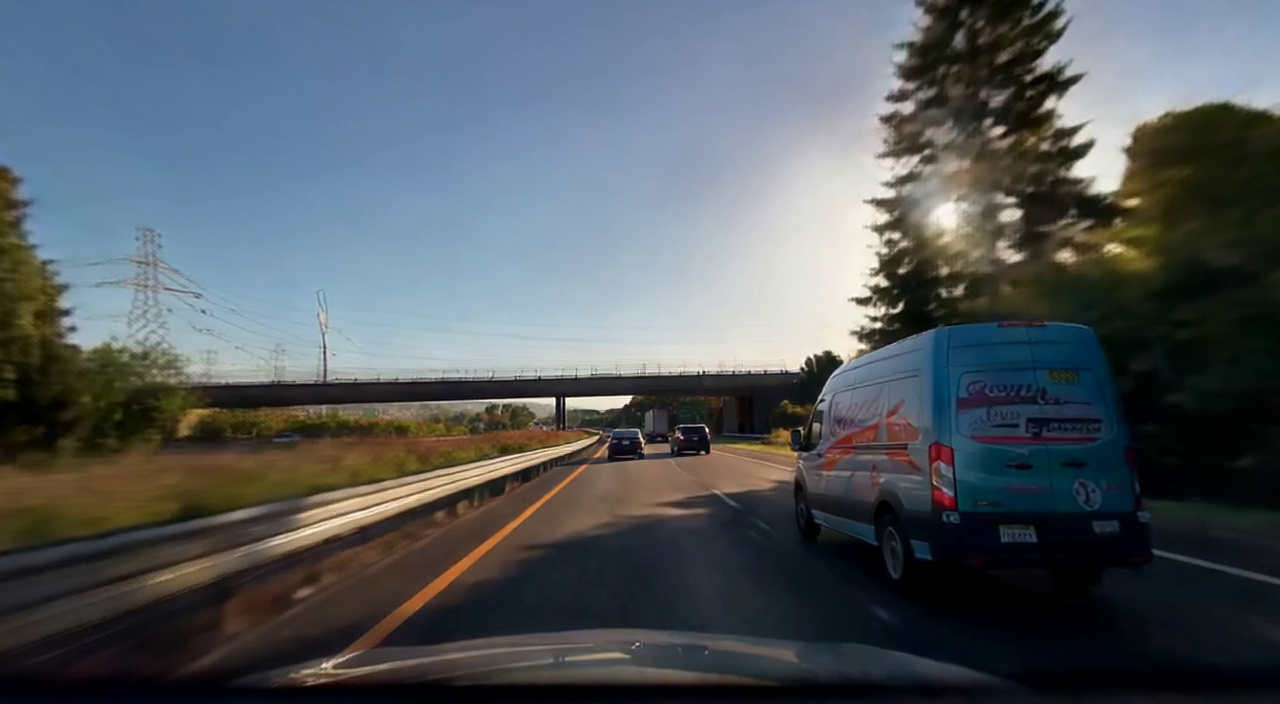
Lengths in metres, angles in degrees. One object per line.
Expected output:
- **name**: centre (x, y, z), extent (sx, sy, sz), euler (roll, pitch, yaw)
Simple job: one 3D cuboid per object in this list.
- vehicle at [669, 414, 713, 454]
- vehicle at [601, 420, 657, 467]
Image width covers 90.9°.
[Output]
- **vehicle**: centre (3.361, 5.560, 42.661), extent (2.387, 2.506, 5.374), euler (0, -8, -2)
- **vehicle**: centre (-0.481, 3.715, 25.713), extent (2.073, 1.750, 4.116), euler (0, -8, -2)
